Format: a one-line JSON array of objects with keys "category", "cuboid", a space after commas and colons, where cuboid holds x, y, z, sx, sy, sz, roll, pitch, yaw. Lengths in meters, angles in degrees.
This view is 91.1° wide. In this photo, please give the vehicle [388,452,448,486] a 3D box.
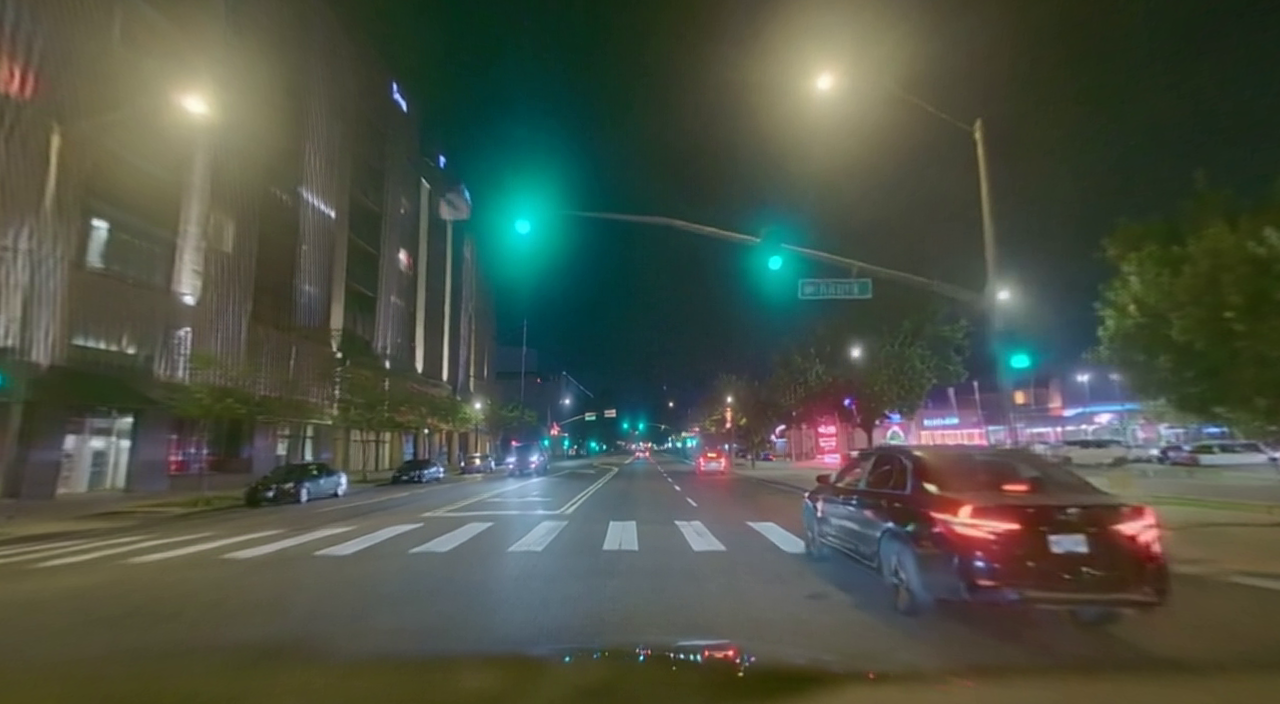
[{"category": "vehicle", "cuboid": [-12.211, 6.441, 34.795, 1.867, 1.583, 4.108, -1, -8, 0]}]

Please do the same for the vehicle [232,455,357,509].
[{"category": "vehicle", "cuboid": [-12.225, 4.600, 22.647, 1.910, 1.511, 4.565, -1, -7, 0]}]

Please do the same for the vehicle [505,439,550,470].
[{"category": "vehicle", "cuboid": [-8.295, 7.598, 46.772, 2.379, 2.086, 5.321, 0, -8, 0]}]

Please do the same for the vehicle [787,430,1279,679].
[{"category": "vehicle", "cuboid": [3.054, 1.585, 6.153, 2.080, 1.524, 4.348, 0, -8, -1]}]

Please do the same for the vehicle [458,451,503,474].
[{"category": "vehicle", "cuboid": [-12.102, 8.399, 47.874, 2.015, 1.521, 4.798, -1, -8, 3]}]
